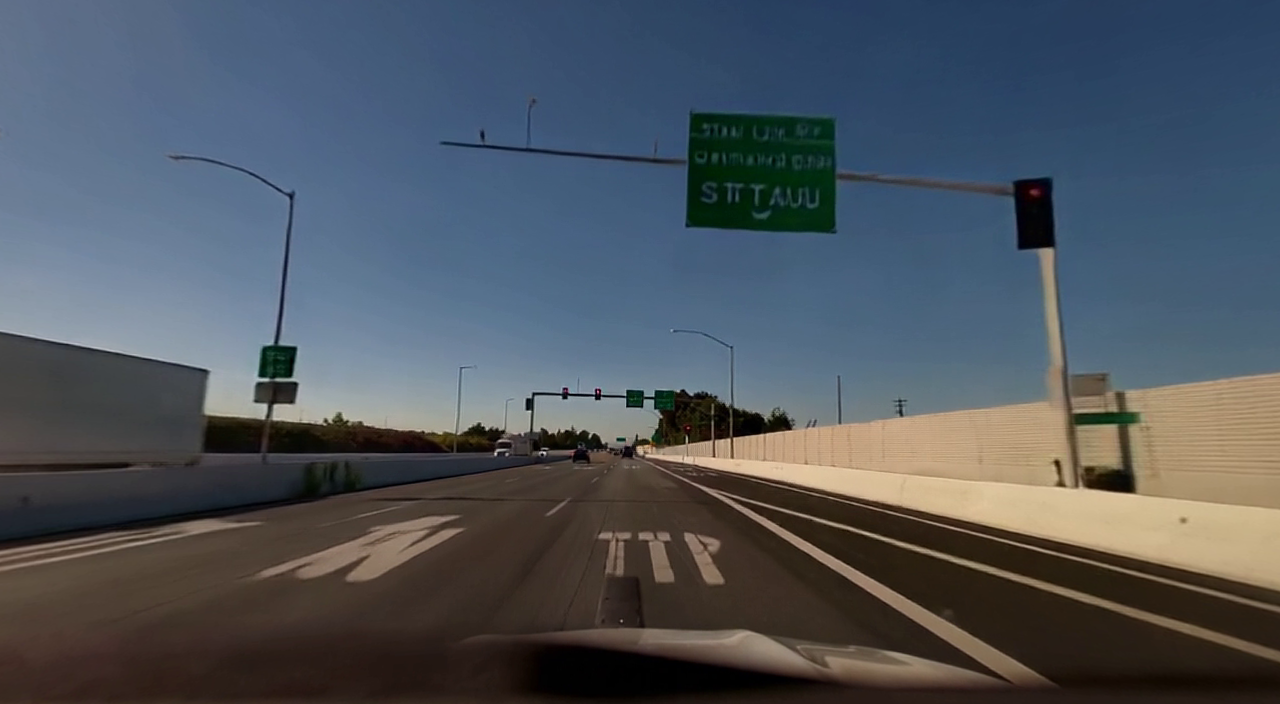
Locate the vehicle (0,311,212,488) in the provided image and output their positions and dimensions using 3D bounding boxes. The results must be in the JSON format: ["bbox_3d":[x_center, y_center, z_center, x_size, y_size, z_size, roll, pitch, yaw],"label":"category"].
[{"bbox_3d":[-15.551,1.447,16.426,2.883,3.846,8.312,0,-9,0],"label":"vehicle"}]
